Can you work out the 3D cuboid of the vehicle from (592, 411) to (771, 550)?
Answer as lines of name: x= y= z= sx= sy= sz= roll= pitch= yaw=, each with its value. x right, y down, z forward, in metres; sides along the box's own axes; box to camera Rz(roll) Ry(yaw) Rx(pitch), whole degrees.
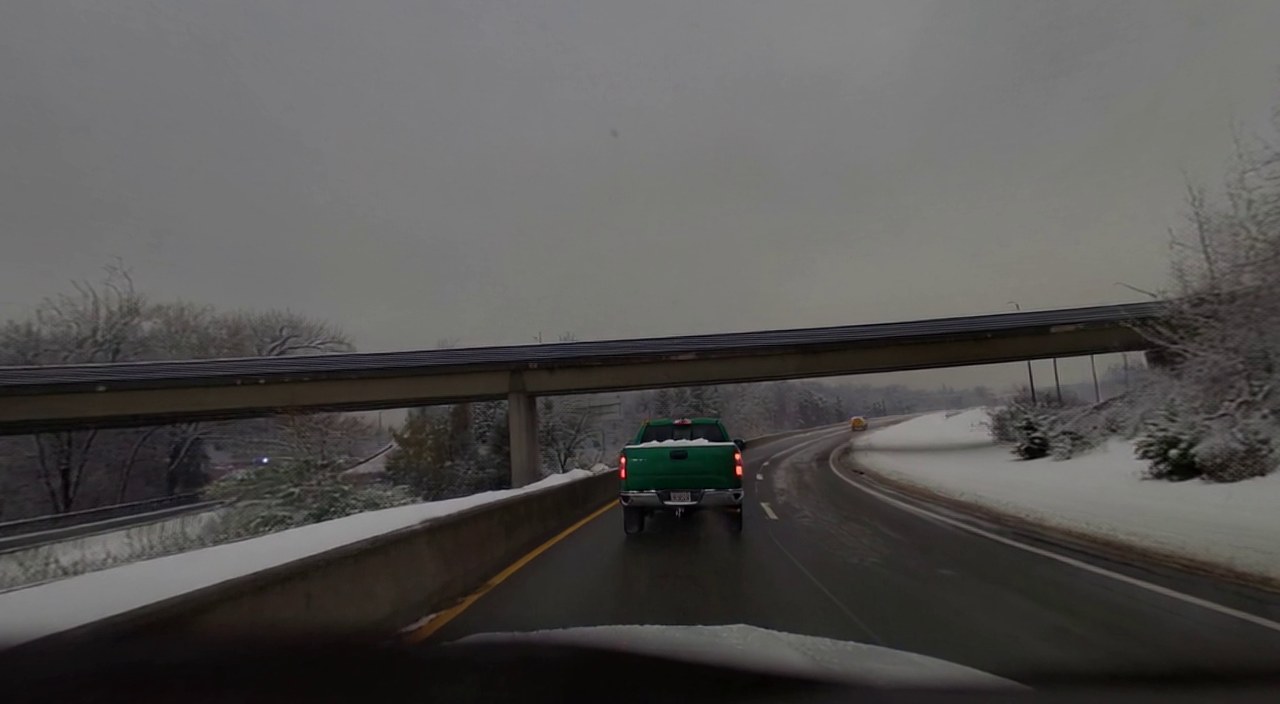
vehicle: x=0.695 y=1.935 z=10.177 sx=2.235 sy=1.716 sz=4.435 roll=-1 pitch=-8 yaw=5
